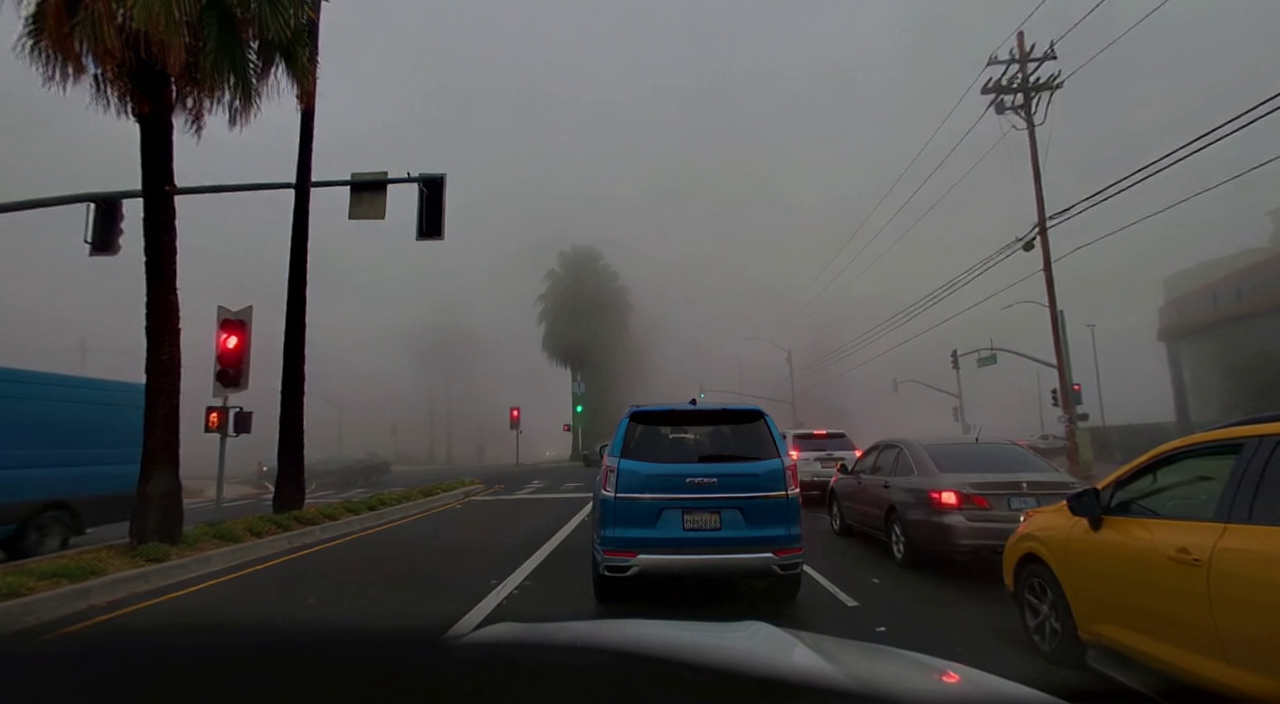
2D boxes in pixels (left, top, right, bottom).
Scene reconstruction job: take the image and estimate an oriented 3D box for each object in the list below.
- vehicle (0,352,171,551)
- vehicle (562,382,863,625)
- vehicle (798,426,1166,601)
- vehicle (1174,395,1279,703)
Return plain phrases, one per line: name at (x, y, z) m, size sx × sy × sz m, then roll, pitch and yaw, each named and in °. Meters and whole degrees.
vehicle at (-14.286, 1.696, 10.731) m, size 2.973 × 3.889 × 11.535 m, roll -1°, pitch -9°, yaw 5°
vehicle at (0.459, 1.437, 6.885) m, size 2.228 × 1.780 × 4.269 m, roll 0°, pitch -9°, yaw -2°
vehicle at (3.437, 1.687, 7.513) m, size 1.895 × 1.456 × 4.255 m, roll 0°, pitch -9°, yaw -2°
vehicle at (3.358, 0.647, 0.662) m, size 1.805 × 1.485 × 4.348 m, roll 0°, pitch -9°, yaw 1°
